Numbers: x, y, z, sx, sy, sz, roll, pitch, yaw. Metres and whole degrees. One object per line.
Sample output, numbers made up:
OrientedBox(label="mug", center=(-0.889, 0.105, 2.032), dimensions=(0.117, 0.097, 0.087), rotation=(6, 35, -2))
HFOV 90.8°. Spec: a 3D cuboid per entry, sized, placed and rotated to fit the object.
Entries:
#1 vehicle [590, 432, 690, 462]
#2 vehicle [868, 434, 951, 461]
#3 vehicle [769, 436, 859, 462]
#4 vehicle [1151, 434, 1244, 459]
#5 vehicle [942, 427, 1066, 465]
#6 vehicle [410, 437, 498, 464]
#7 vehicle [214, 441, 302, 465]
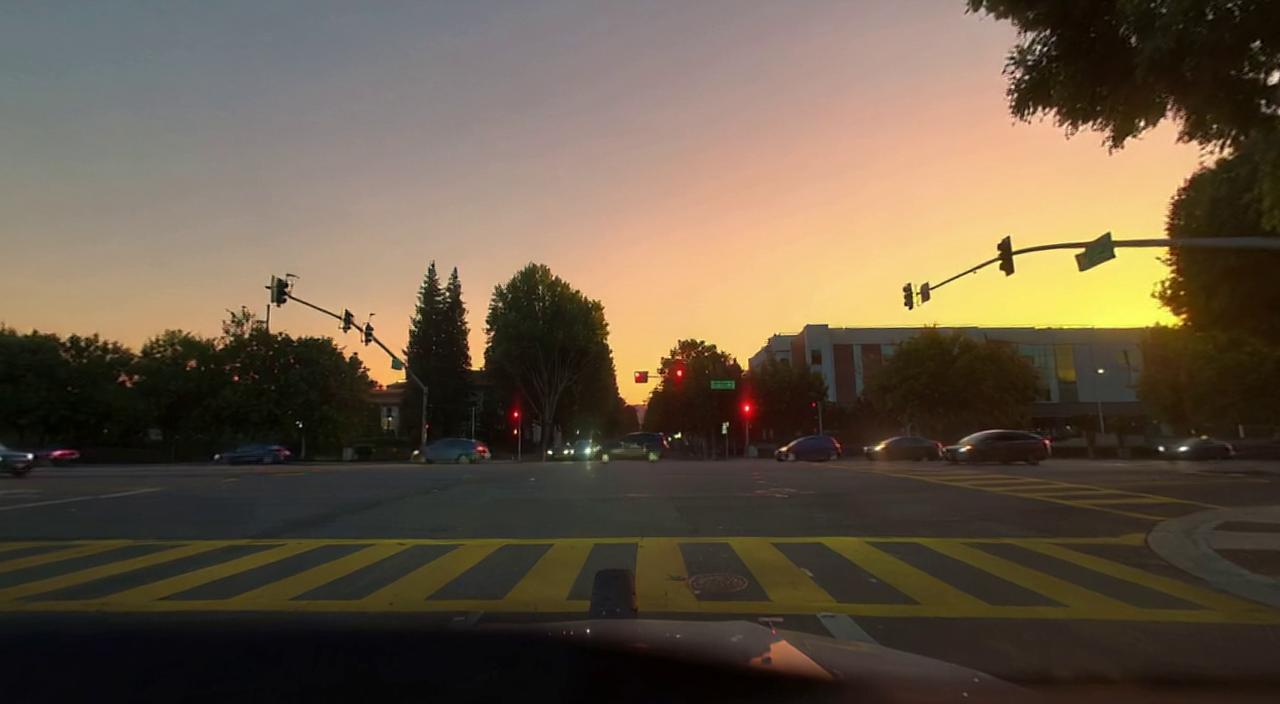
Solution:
OrientedBox(label="vehicle", center=(0.039, 6.037, 40.149), dimensions=(6.133, 1.833, 2.155), rotation=(-1, -9, 2))
OrientedBox(label="vehicle", center=(17.313, 6.145, 40.727), dimensions=(4.488, 1.667, 1.869), rotation=(0, -9, 1))
OrientedBox(label="vehicle", center=(10.185, 5.690, 37.140), dimensions=(4.724, 1.452, 1.870), rotation=(0, -9, 1))
OrientedBox(label="vehicle", center=(35.454, 6.031, 40.235), dimensions=(4.100, 1.509, 1.853), rotation=(0, -9, 0))
OrientedBox(label="vehicle", center=(17.596, 4.565, 30.707), dimensions=(4.662, 1.764, 2.064), rotation=(0, -9, 0))
OrientedBox(label="vehicle", center=(-10.773, 5.737, 36.830), dimensions=(4.519, 1.476, 1.767), rotation=(0, -9, 0))
OrientedBox(label="vehicle", center=(-24.384, 6.442, 40.465), dimensions=(4.443, 1.472, 1.794), rotation=(0, -9, 0))
